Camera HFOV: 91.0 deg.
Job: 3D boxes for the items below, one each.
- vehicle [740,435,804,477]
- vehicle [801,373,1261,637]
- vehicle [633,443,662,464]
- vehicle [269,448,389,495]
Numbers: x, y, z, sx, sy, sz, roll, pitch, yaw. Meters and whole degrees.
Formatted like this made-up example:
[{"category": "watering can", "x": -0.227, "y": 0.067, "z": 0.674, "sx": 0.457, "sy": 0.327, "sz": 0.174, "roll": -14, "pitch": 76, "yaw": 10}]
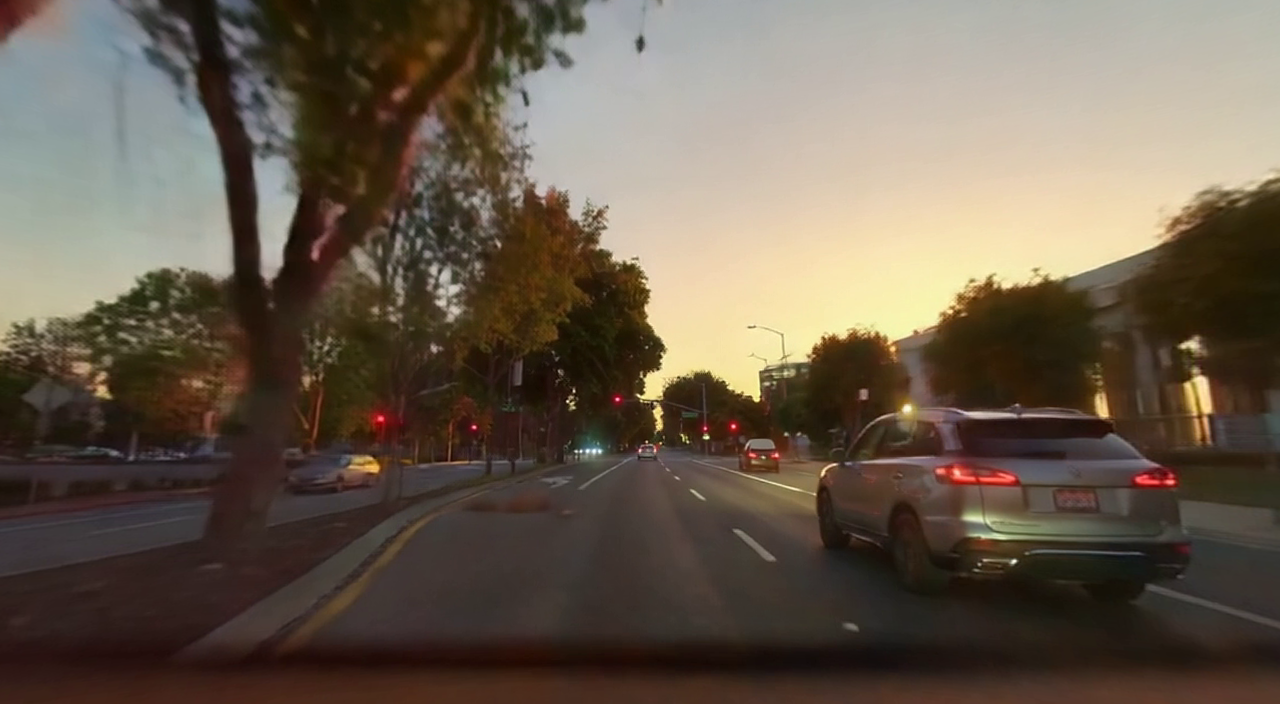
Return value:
[{"category": "vehicle", "x": 6.204, "y": 4.951, "z": 30.282, "sx": 2.085, "sy": 1.828, "sz": 5.383, "roll": 0, "pitch": -8, "yaw": 2}, {"category": "vehicle", "x": 3.345, "y": 1.392, "z": 6.719, "sx": 2.033, "sy": 1.865, "sz": 4.360, "roll": 0, "pitch": -8, "yaw": -1}, {"category": "vehicle", "x": 0.625, "y": 7.789, "z": 48.527, "sx": 2.131, "sy": 1.474, "sz": 4.146, "roll": 0, "pitch": -8, "yaw": 1}, {"category": "vehicle", "x": -11.264, "y": 4.317, "z": 23.267, "sx": 1.955, "sy": 1.507, "sz": 4.750, "roll": 0, "pitch": -8, "yaw": 1}]
